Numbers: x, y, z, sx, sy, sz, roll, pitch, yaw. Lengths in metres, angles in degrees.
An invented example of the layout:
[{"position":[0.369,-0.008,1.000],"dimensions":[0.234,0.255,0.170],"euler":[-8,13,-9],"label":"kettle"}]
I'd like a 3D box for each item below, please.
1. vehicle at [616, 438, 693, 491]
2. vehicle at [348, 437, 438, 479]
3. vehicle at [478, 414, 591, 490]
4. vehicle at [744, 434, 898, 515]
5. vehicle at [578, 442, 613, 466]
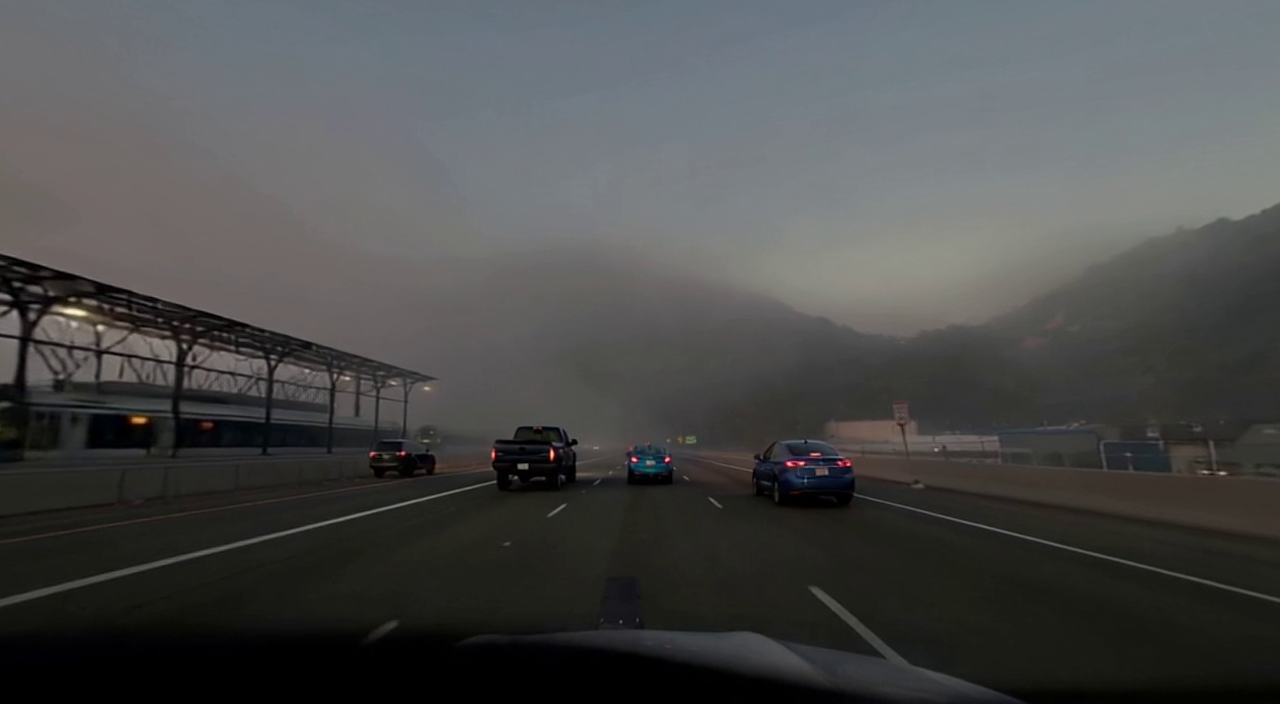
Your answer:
[{"position":[0.397,3.510,19.957],"dimensions":[2.171,1.493,4.081],"euler":[0,-8,0],"label":"vehicle"},{"position":[-10.933,4.720,28.308],"dimensions":[2.137,1.728,4.665],"euler":[0,-8,0],"label":"vehicle"},{"position":[-3.381,3.450,22.020],"dimensions":[2.733,2.230,6.820],"euler":[0,-8,0],"label":"vehicle"},{"position":[3.816,2.674,14.315],"dimensions":[2.023,1.510,4.773],"euler":[0,-8,-1],"label":"vehicle"},{"position":[-3.150,7.284,45.348],"dimensions":[2.151,1.613,4.786],"euler":[0,-8,1],"label":"vehicle"}]
